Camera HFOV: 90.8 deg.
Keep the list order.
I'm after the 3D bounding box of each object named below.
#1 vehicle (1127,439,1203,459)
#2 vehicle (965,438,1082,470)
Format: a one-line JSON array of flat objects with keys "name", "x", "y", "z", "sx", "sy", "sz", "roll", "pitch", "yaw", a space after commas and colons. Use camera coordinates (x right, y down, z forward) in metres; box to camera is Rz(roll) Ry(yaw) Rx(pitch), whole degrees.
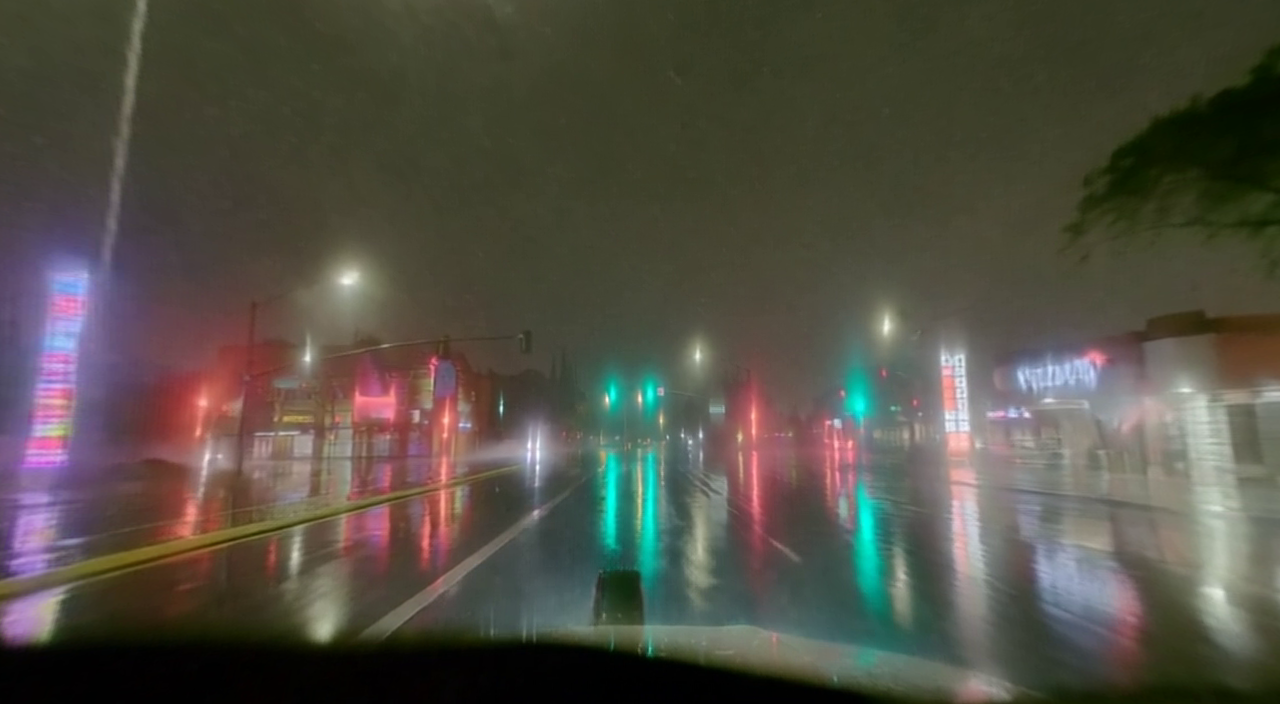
[{"name": "vehicle", "x": 41.311, "y": 7.657, "z": 49.781, "sx": 4.157, "sy": 1.552, "sz": 1.953, "roll": 0, "pitch": -8, "yaw": 2}, {"name": "vehicle", "x": 18.860, "y": 5.014, "z": 31.212, "sx": 4.545, "sy": 1.511, "sz": 1.935, "roll": 0, "pitch": -8, "yaw": -3}]
